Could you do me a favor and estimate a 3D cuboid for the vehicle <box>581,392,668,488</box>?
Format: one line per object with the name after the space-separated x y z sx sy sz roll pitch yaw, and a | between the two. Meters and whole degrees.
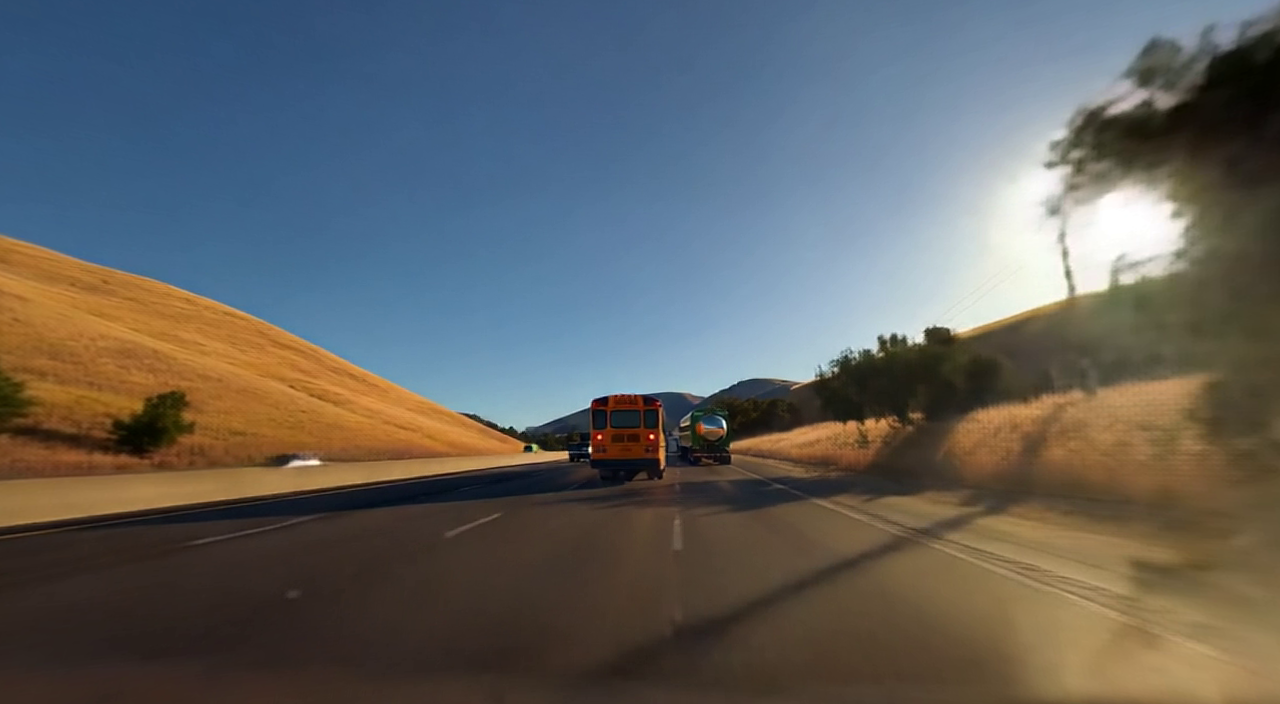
-0.295 3.796 27.066 2.948 3.265 10.569 0 -8 3 | vehicle

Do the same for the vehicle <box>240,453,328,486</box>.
-17.879 5.893 31.905 1.842 1.482 4.133 -1 -8 3 | vehicle

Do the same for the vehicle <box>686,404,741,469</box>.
4.479 5.388 39.835 2.716 3.705 7.018 0 -9 1 | vehicle
